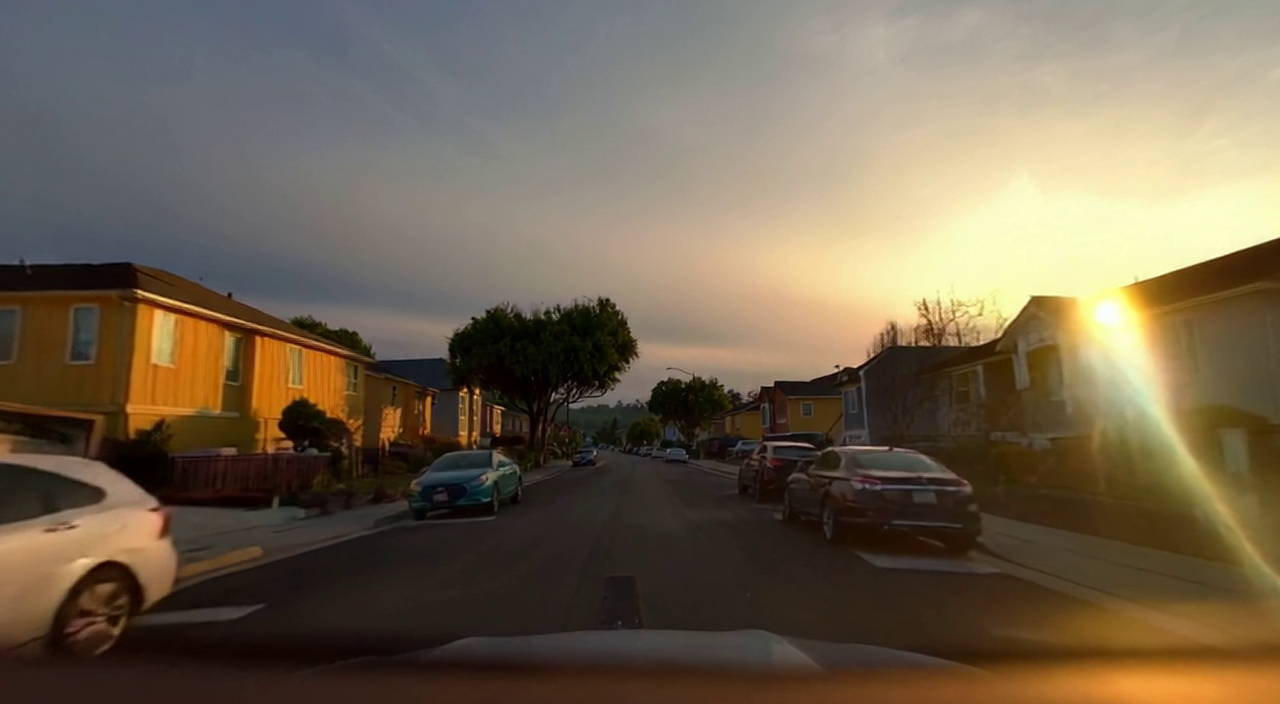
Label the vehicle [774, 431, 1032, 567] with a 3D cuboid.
[{"bbox_3d":[3.396,1.967,9.273,1.888,1.484,4.476,0,-8,0],"label":"vehicle"}]

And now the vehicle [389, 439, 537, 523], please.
[{"bbox_3d":[-3.833,2.835,14.611,2.089,1.508,4.537,2,-7,0],"label":"vehicle"}]

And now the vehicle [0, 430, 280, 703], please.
[{"bbox_3d":[-4.256,1.114,3.025,2.020,1.470,5.300,0,-8,-1],"label":"vehicle"}]
